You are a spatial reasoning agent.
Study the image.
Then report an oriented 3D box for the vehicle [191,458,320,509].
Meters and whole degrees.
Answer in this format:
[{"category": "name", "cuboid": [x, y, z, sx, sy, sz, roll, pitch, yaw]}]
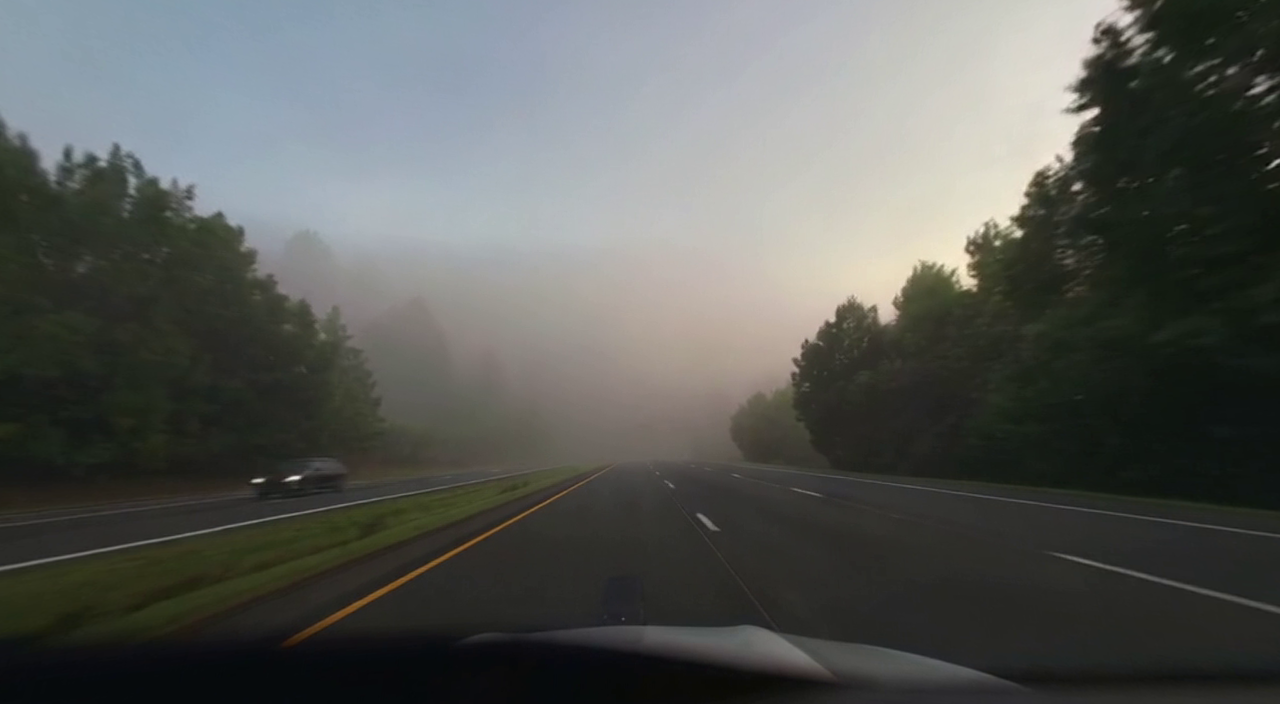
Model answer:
[{"category": "vehicle", "cuboid": [-12.156, 4.159, 20.250, 1.764, 1.404, 3.791, 0, -9, -1]}]
